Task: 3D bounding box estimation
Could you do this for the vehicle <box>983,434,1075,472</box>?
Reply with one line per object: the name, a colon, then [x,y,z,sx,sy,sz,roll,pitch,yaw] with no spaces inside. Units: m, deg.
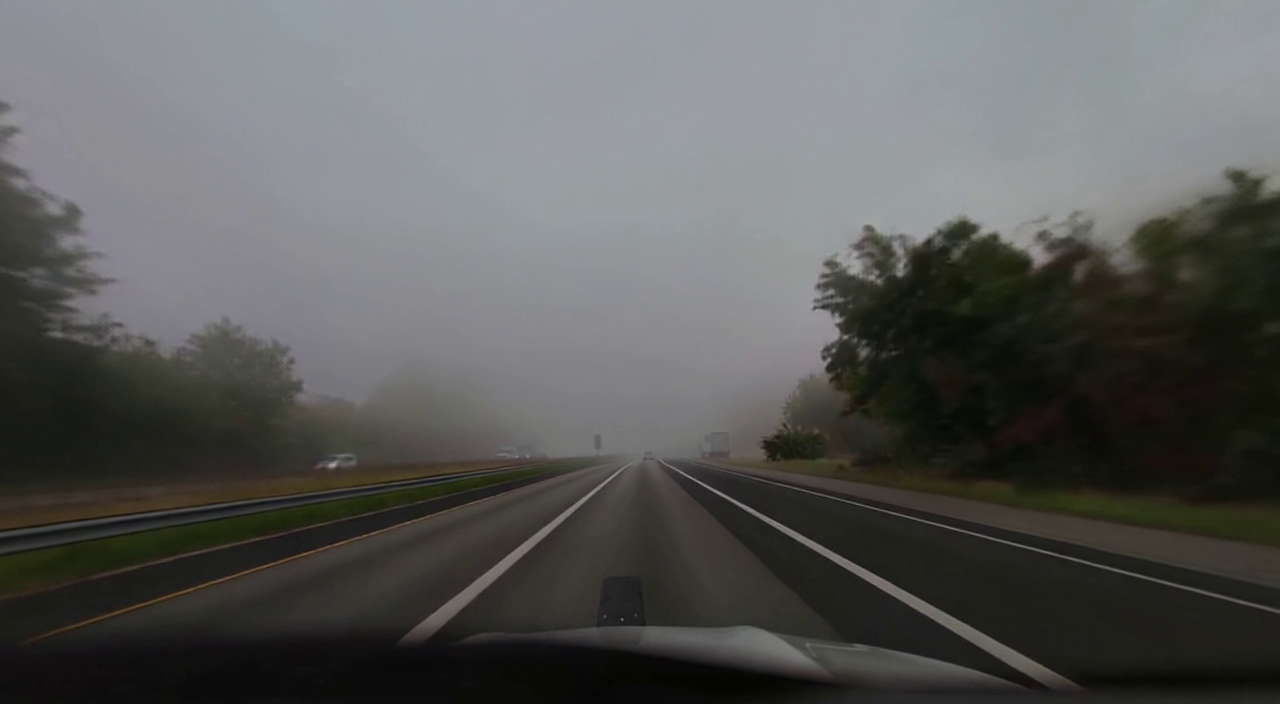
vehicle: [20.083,5.225,32.743,2.038,1.823,3.744,1,-9,-8]
